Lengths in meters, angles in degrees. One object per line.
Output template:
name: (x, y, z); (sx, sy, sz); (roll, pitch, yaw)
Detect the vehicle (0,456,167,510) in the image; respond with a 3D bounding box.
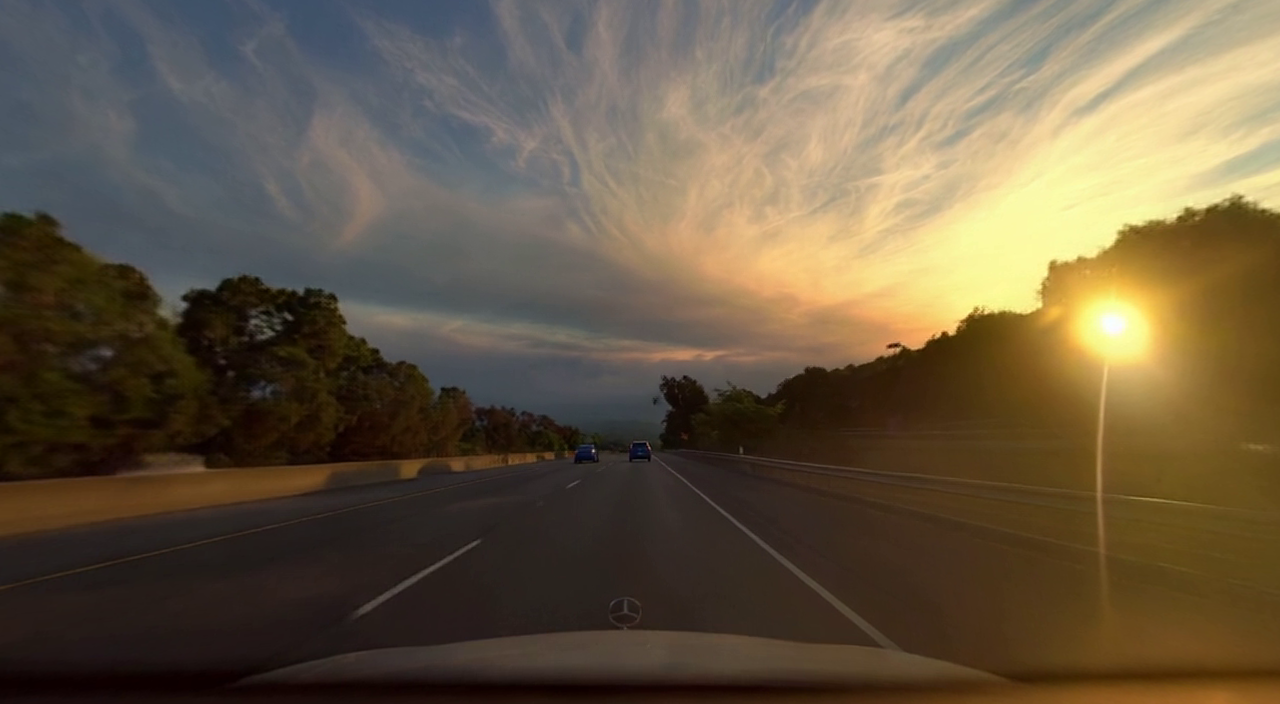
vehicle: (-17.695, 4.080, 20.070); (2.023, 1.482, 4.097); (0, -9, 0)

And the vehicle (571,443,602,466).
vehicle: (-4.110, 7.992, 49.151); (2.113, 1.656, 4.215); (0, -9, 0)

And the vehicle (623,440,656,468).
vehicle: (-0.056, 6.893, 42.645); (2.126, 1.786, 3.958); (0, -9, 0)
